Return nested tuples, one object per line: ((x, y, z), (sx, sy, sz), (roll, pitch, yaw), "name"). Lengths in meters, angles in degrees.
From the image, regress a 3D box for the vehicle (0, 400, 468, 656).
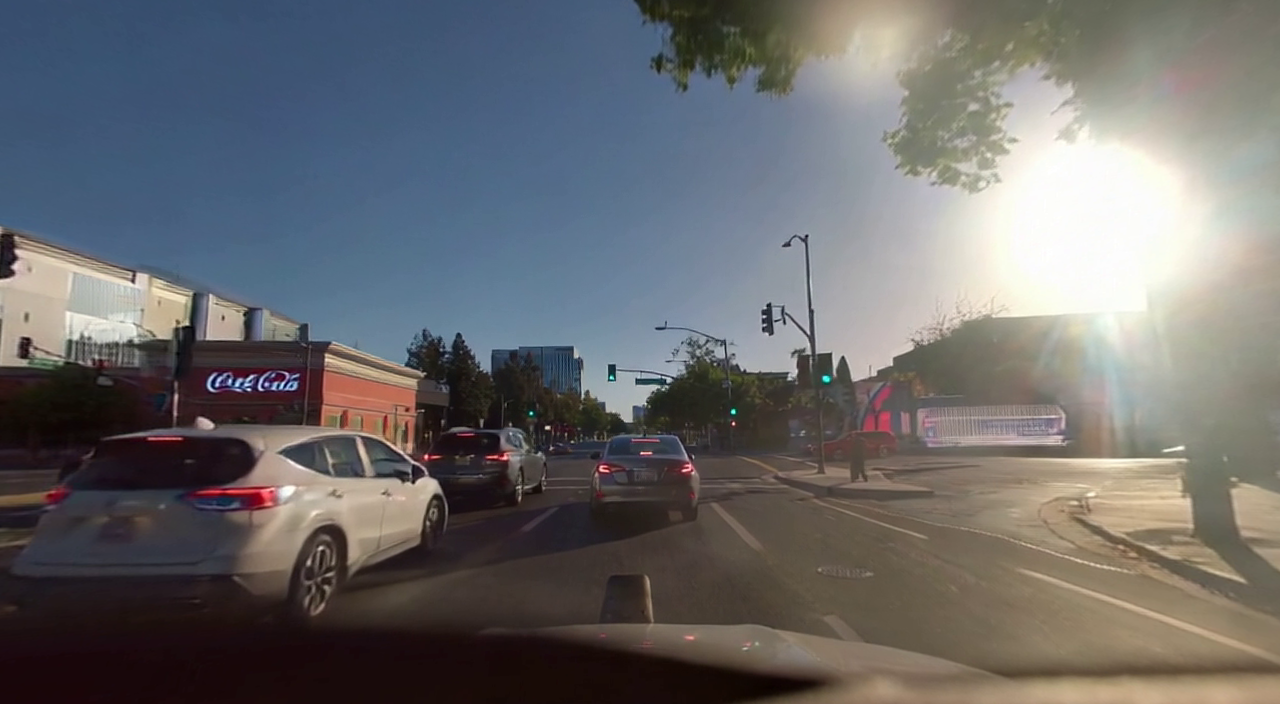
((-3.310, 1.378, 6.032), (2.029, 1.517, 4.375), (0, -8, 1), "vehicle")

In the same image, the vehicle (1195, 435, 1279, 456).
((43.660, 6.814, 45.983), (4.582, 1.442, 1.860), (0, -8, -2), "vehicle")

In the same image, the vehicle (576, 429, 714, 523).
((0.169, 2.316, 12.392), (2.258, 1.507, 3.896), (-1, -8, 3), "vehicle")

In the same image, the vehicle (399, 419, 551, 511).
((-3.386, 2.417, 13.893), (2.009, 1.704, 4.230), (-1, -8, 3), "vehicle")

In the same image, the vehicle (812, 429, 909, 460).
((13.059, 5.489, 37.560), (5.032, 1.762, 1.982), (0, -8, 0), "vehicle")
